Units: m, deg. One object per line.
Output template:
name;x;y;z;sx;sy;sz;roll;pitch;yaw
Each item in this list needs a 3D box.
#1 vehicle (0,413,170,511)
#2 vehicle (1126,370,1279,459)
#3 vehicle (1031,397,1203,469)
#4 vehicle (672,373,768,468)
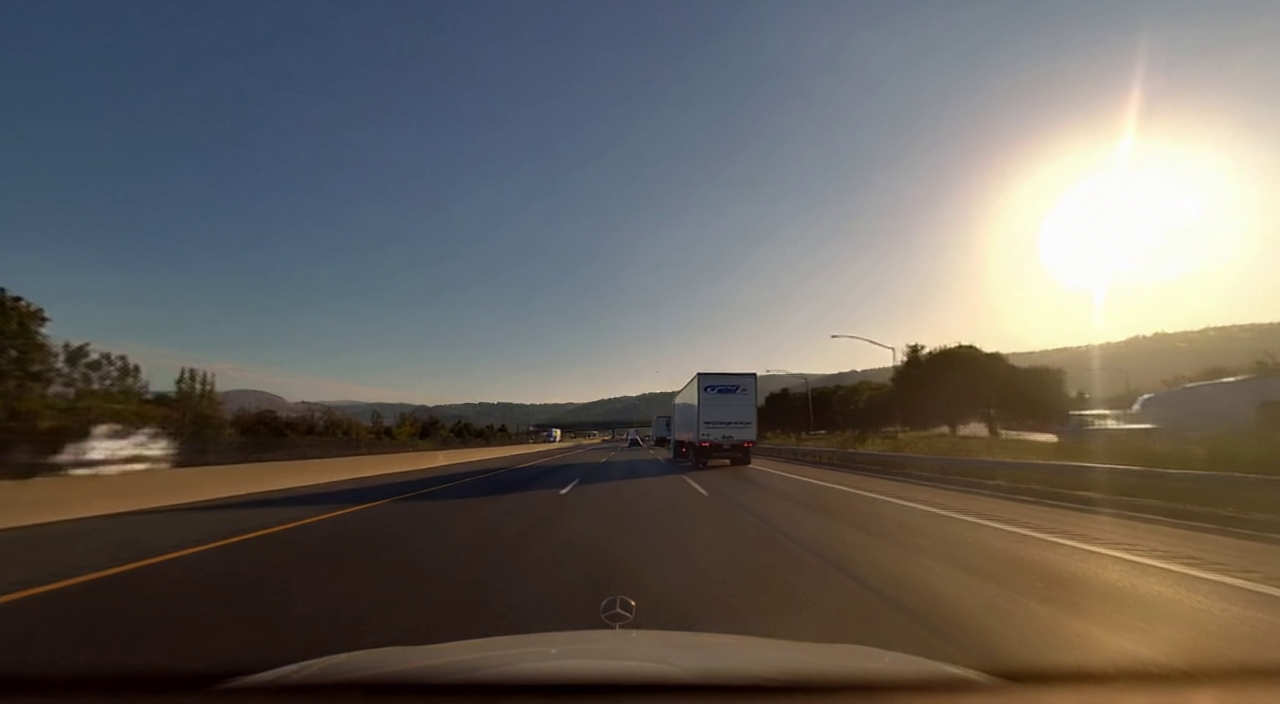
vehicle;-20.192;3.684;21.571;2.637;2.866;7.123;0;-8;-1
vehicle;32.241;3.580;34.066;3.091;4.047;14.520;-2;-8;12
vehicle;24.396;4.000;32.923;2.865;2.885;8.040;-4;-3;2
vehicle;3.796;3.958;34.337;2.976;4.064;14.619;0;-8;-1
